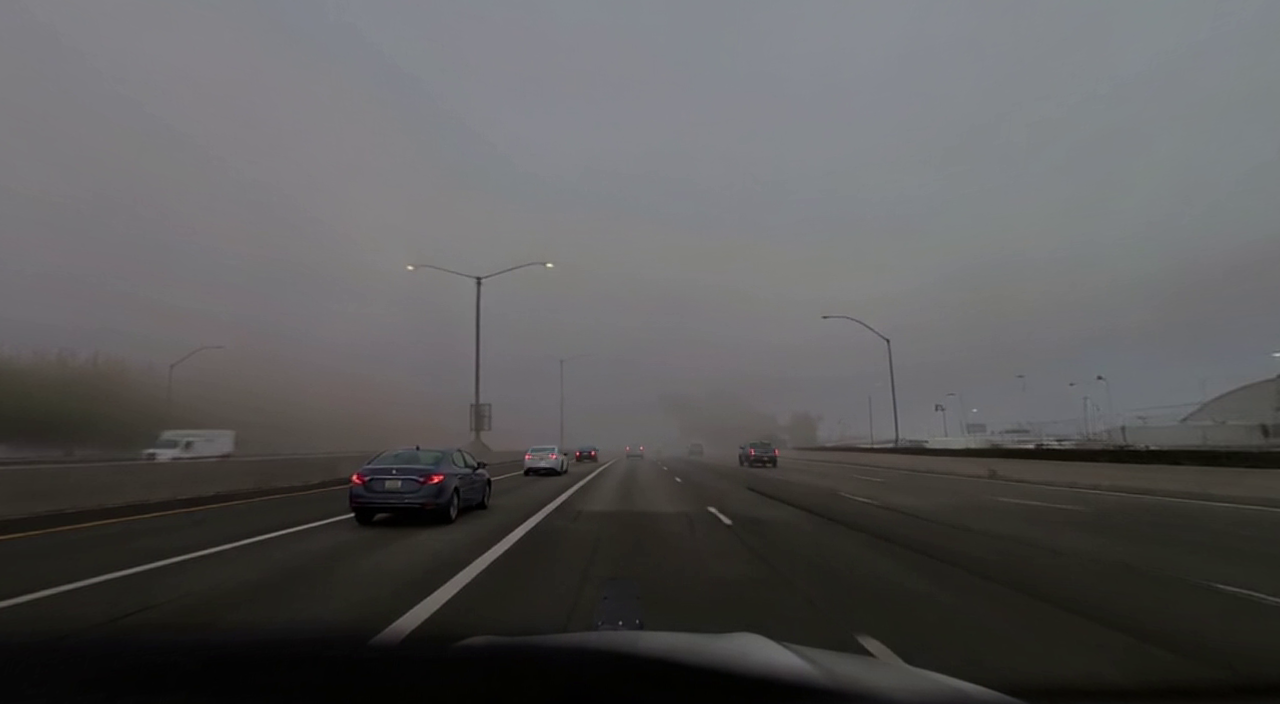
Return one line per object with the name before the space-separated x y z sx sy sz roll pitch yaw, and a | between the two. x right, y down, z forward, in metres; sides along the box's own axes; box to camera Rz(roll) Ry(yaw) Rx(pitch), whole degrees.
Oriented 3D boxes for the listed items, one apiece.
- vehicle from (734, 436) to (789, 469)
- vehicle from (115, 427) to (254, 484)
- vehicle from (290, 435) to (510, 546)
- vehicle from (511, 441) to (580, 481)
vehicle | 6.840 5.720 36.129 2.147 1.769 4.666 0 -9 -1
vehicle | -28.449 6.515 40.094 2.781 3.248 7.960 0 -9 0
vehicle | -3.594 2.151 10.476 1.959 1.433 4.291 0 -9 0
vehicle | -3.758 4.457 26.037 2.047 1.469 4.614 0 -9 1
